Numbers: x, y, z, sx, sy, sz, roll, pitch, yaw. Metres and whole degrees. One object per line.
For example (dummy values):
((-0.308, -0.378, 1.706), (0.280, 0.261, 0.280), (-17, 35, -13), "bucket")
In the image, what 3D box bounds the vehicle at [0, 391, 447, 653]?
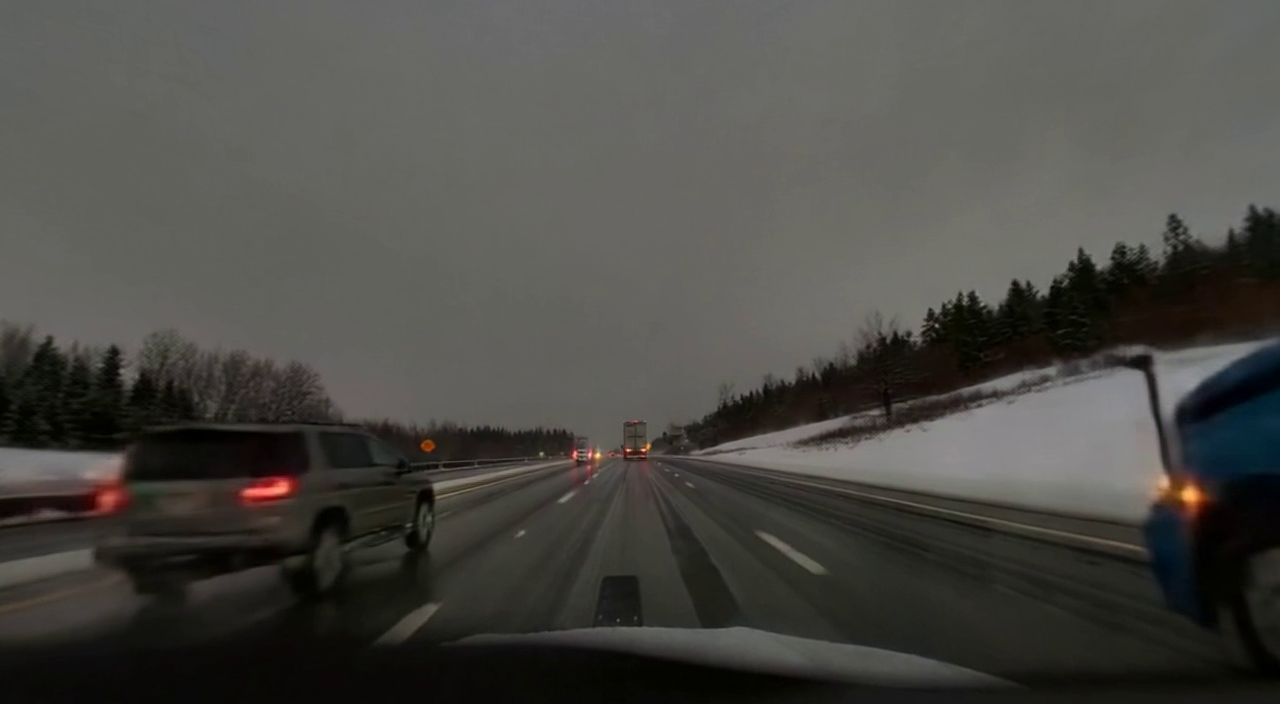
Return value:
((-3.696, 1.439, 6.287), (2.160, 1.691, 4.243), (0, -9, 0), "vehicle")
